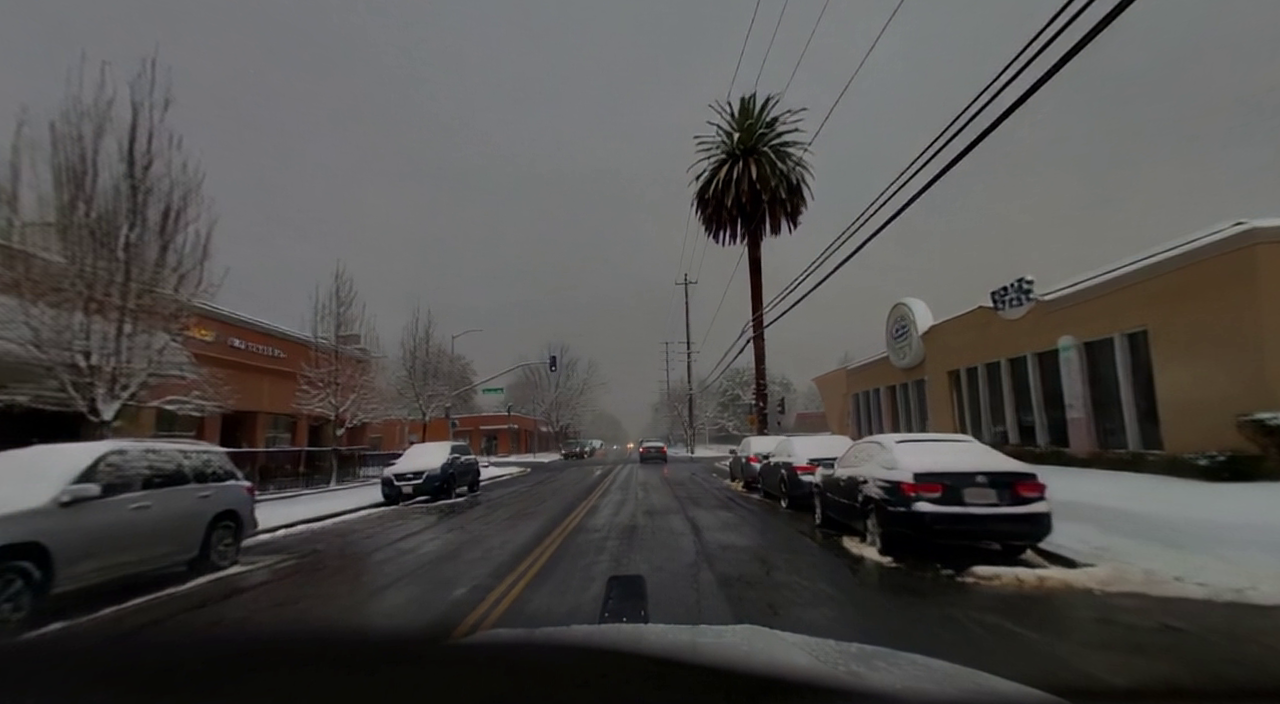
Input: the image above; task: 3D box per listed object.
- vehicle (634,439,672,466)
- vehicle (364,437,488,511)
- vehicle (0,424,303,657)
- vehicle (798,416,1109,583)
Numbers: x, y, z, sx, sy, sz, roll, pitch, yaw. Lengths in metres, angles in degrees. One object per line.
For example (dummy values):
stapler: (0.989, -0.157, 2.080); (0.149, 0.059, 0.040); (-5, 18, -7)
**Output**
vehicle: (0.733, 6.021, 37.901); (2.125, 1.524, 4.404); (0, -8, 0)
vehicle: (-6.074, 3.495, 18.632); (2.126, 1.864, 4.831); (0, -8, -2)
vehicle: (-6.209, 1.803, 6.913); (2.007, 1.876, 5.361); (0, -8, 1)
vehicle: (3.690, 1.807, 8.687); (1.948, 1.607, 4.873); (-1, -8, 3)
